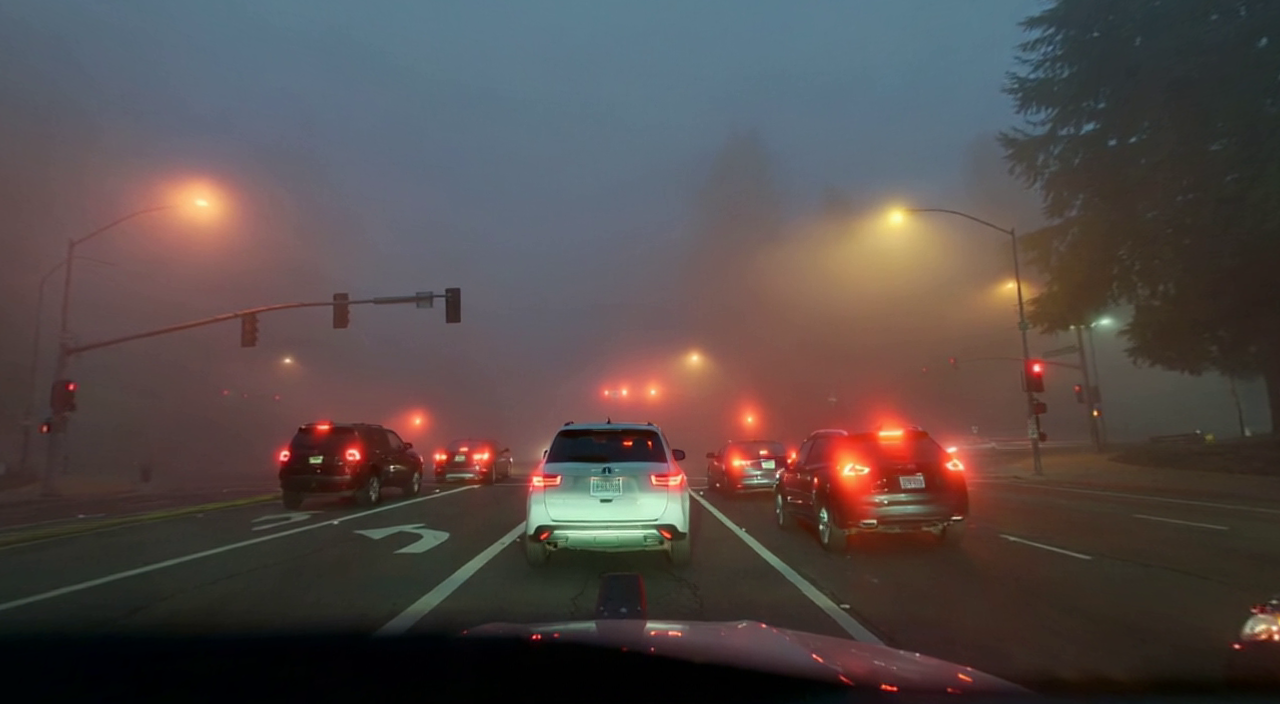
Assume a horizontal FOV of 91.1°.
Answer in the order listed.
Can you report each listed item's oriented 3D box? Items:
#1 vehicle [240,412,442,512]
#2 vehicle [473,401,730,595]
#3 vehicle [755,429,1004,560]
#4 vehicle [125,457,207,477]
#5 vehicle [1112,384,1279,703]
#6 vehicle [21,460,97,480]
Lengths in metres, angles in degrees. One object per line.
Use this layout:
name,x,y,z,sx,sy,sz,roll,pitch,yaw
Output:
vehicle,-6.728,2.547,14.995,2.214,1.953,5.017,0,-8,1
vehicle,-0.322,1.586,7.625,2.256,1.694,4.055,0,-8,0
vehicle,3.158,1.966,9.477,1.971,1.473,4.495,0,-8,0
vehicle,-37.317,9.027,49.476,4.914,1.487,1.850,0,-8,0
vehicle,3.305,0.667,0.826,1.980,1.515,4.362,0,-8,1
vehicle,-45.695,9.262,49.405,4.232,1.498,1.791,0,-8,1
